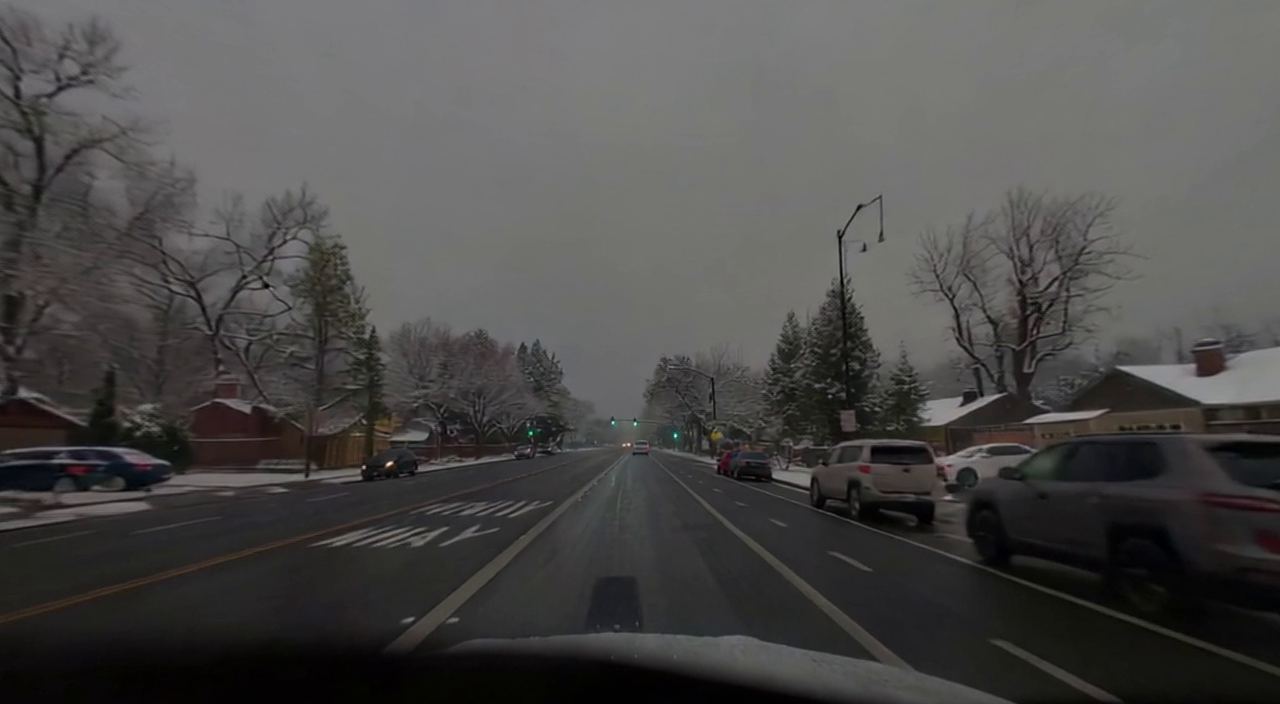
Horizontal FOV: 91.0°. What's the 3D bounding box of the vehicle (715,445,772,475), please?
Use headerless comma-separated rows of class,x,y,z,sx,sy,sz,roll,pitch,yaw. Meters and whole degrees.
vehicle,5.294,5.584,32.800,2.002,1.461,4.673,1,-9,-2

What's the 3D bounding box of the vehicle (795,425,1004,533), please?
vehicle,5.186,2.607,13.590,2.171,1.798,5.040,3,-9,-3

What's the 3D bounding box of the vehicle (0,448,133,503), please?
vehicle,-17.692,3.519,18.137,4.349,1.457,1.997,0,-9,0

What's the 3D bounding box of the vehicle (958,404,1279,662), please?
vehicle,5.393,1.516,6.154,2.164,1.729,4.488,0,-9,-1

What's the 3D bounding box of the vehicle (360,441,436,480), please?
vehicle,-11.928,5.411,31.401,2.061,1.760,4.569,-1,-9,-2
